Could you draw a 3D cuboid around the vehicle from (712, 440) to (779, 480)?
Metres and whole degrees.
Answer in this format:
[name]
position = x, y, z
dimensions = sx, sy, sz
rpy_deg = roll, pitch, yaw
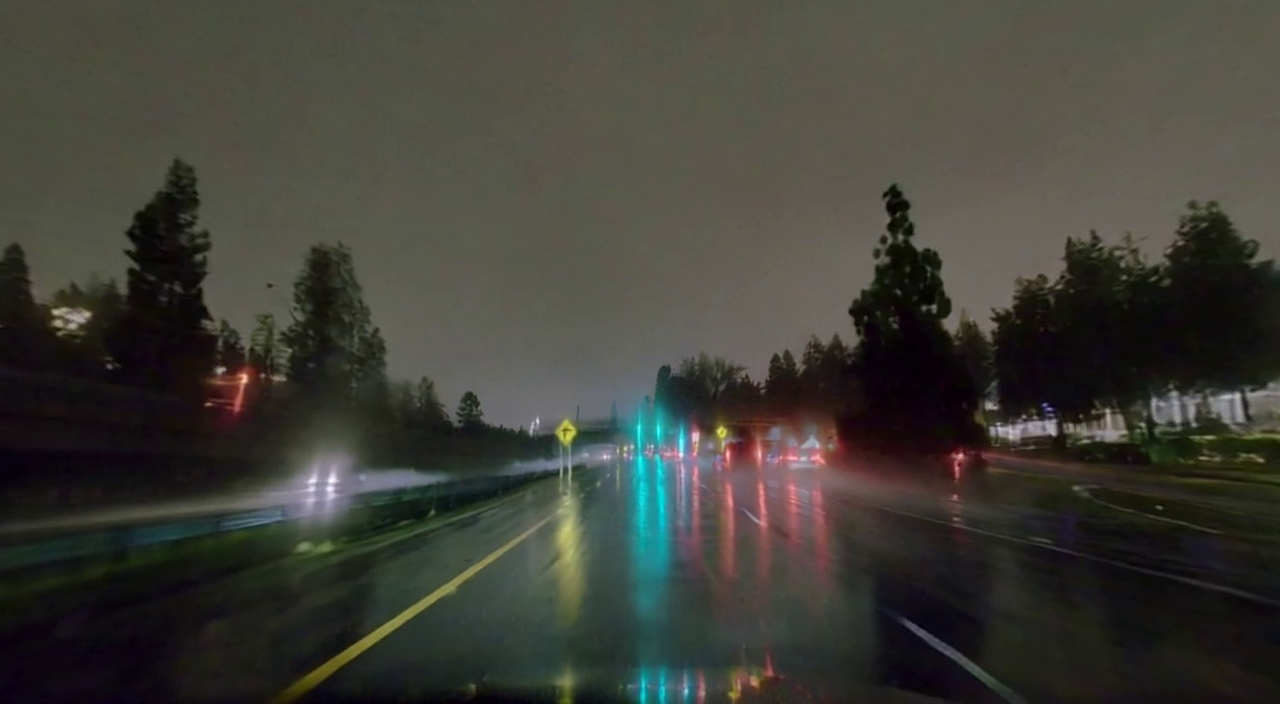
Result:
[vehicle]
position = 4.328, 4.519, 26.620
dimensions = 2.042, 1.518, 4.477
rpy_deg = 0, -8, 0
